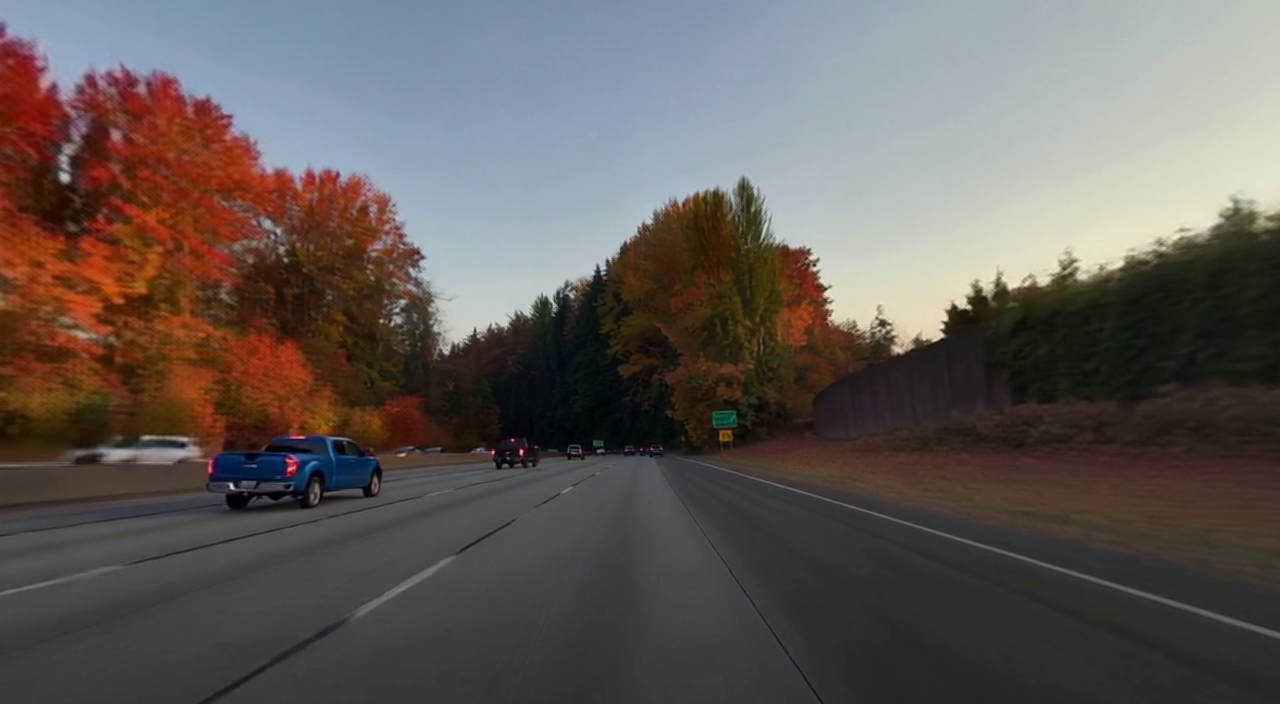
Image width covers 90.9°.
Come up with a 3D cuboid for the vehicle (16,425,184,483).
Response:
[{"bbox_3d":[-25.874,4.914,30.678,2.311,2.519,6.333,0,-8,3],"label":"vehicle"}]

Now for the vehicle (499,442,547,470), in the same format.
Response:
[{"bbox_3d":[-6.826,6.106,37.183,1.919,1.499,4.234,0,-8,1],"label":"vehicle"}]

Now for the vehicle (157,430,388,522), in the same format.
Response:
[{"bbox_3d":[-7.311,2.489,13.284,1.965,1.567,4.686,0,-8,1],"label":"vehicle"}]
